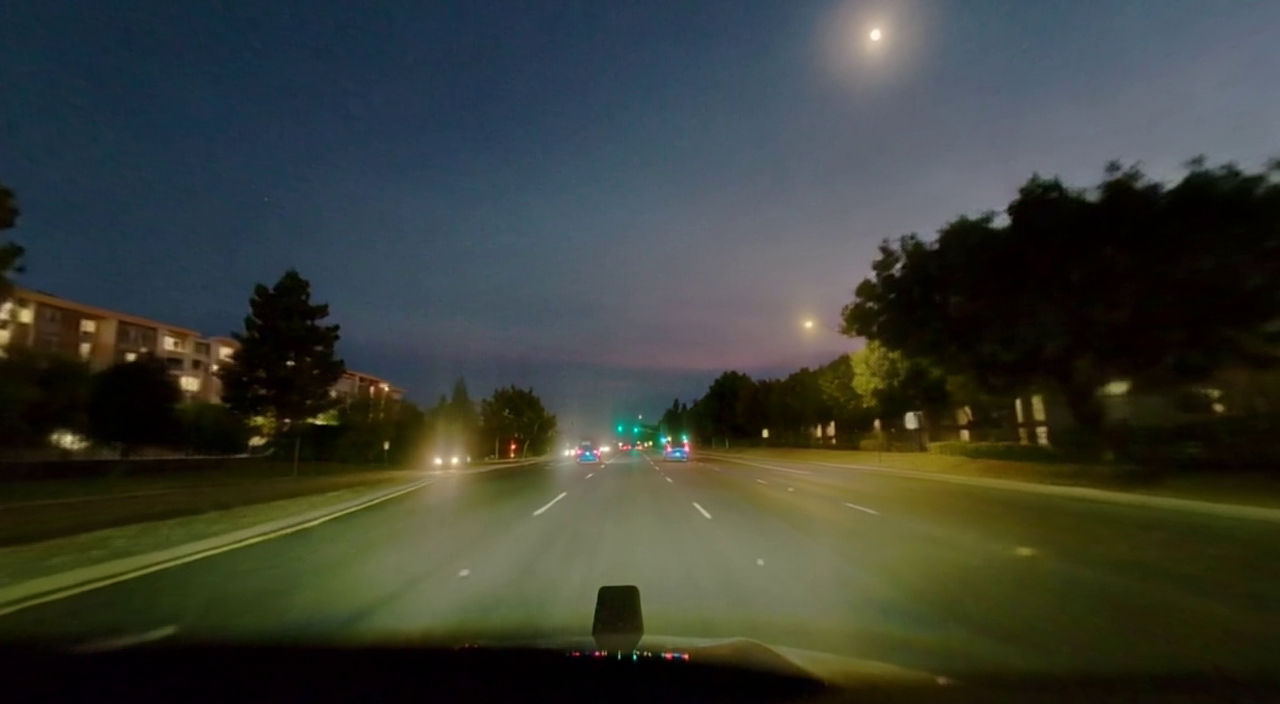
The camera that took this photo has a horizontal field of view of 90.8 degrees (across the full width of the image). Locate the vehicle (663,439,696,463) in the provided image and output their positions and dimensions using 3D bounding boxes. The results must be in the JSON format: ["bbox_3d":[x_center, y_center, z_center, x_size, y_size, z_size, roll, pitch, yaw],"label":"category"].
[{"bbox_3d":[2.872,7.351,47.146,2.072,1.696,4.177,0,-8,-2],"label":"vehicle"}]

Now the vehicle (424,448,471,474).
[{"bbox_3d":[-12.662,7.144,41.725,1.853,1.595,3.960,0,-8,0],"label":"vehicle"}]

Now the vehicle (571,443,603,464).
[{"bbox_3d":[-4.001,7.738,48.316,2.112,1.471,4.212,0,-8,0],"label":"vehicle"}]
